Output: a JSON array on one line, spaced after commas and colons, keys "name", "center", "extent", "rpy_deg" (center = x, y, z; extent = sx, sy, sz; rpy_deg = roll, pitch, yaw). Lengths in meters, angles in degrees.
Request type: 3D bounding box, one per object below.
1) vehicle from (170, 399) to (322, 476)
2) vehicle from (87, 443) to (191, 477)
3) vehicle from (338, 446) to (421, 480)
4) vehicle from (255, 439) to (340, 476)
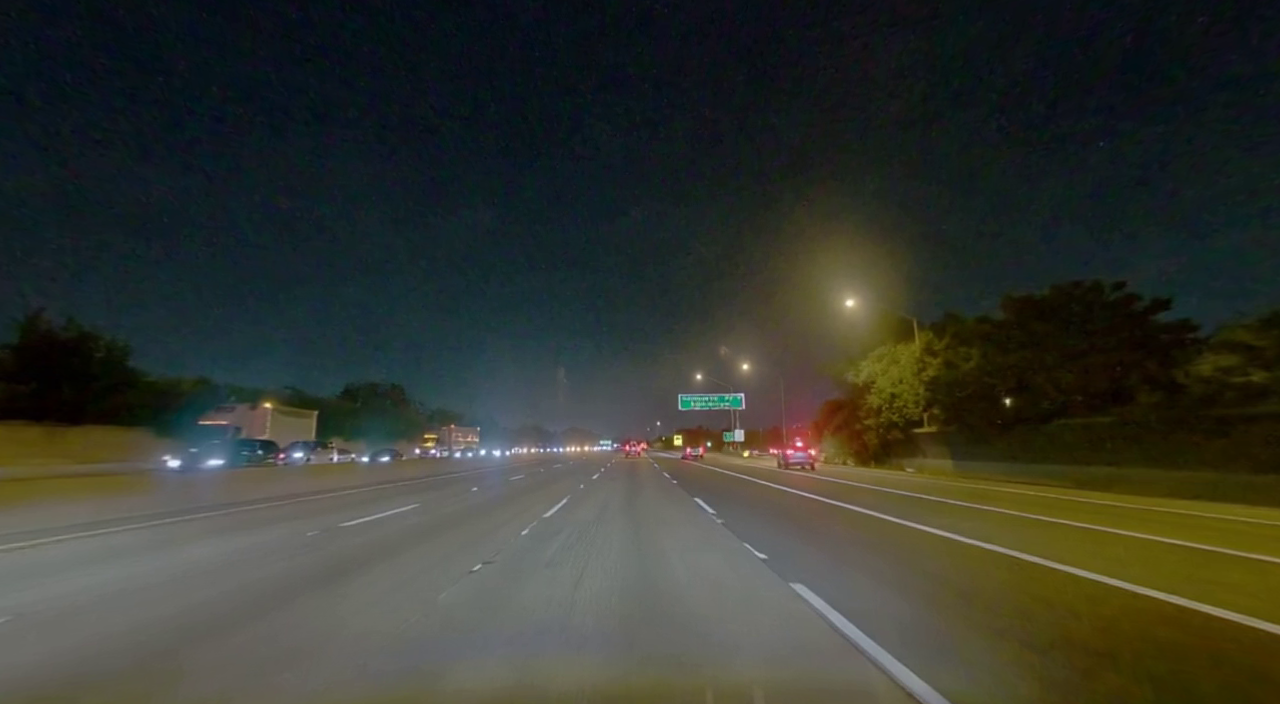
[{"name": "vehicle", "center": [-22.751, 5.119, 37.439], "extent": [2.945, 3.911, 9.666], "rpy_deg": [0, -9, -2]}, {"name": "vehicle", "center": [-26.188, 5.634, 33.244], "extent": [2.010, 1.663, 4.189], "rpy_deg": [0, -9, -1]}, {"name": "vehicle", "center": [-12.505, 5.332, 30.726], "extent": [2.084, 1.496, 4.576], "rpy_deg": [0, -9, 0]}, {"name": "vehicle", "center": [-19.003, 5.868, 35.360], "extent": [2.039, 1.887, 4.820], "rpy_deg": [0, -9, -1]}]
